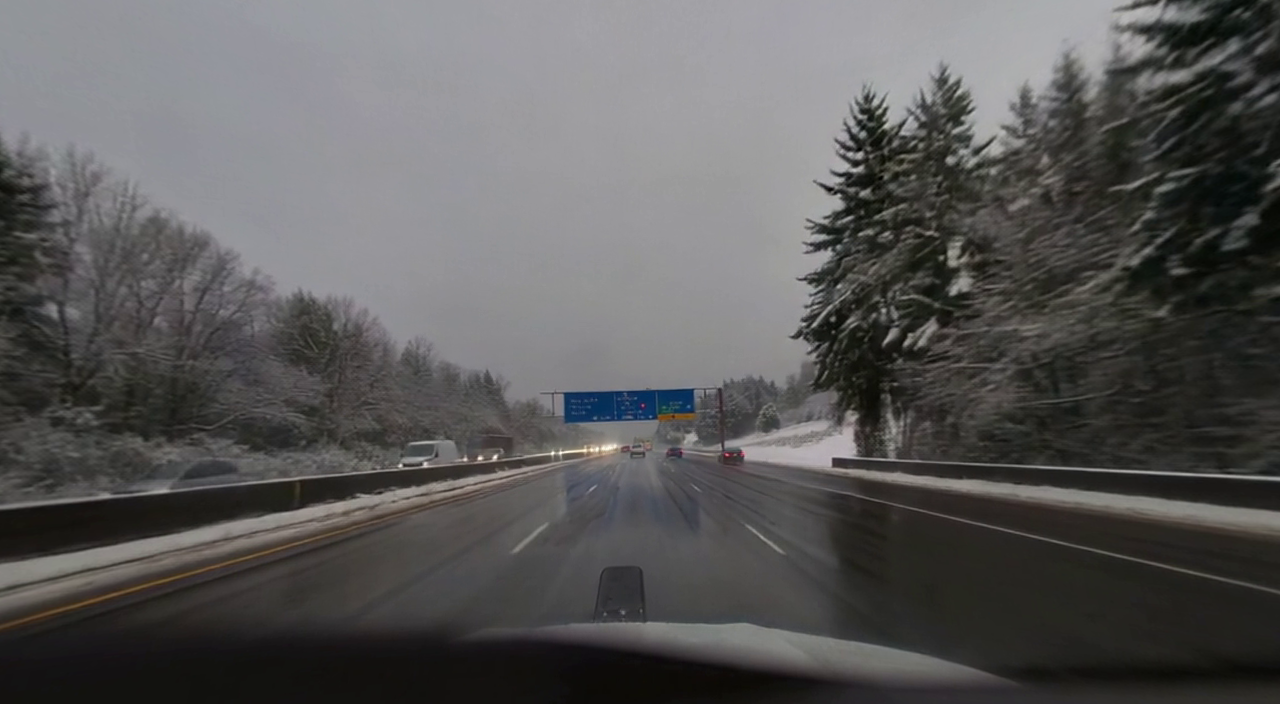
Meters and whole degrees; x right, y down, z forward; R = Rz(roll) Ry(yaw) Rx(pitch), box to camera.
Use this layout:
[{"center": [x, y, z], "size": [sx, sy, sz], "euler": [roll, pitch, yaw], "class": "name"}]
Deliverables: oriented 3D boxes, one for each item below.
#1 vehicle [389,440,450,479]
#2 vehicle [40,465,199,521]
[{"center": [-15.461, 7.533, 44.509], "size": [2.281, 2.519, 5.502], "euler": [0, -9, 0], "class": "vehicle"}, {"center": [-19.071, 5.146, 23.433], "size": [1.989, 1.749, 4.483], "euler": [0, -9, 1], "class": "vehicle"}]
